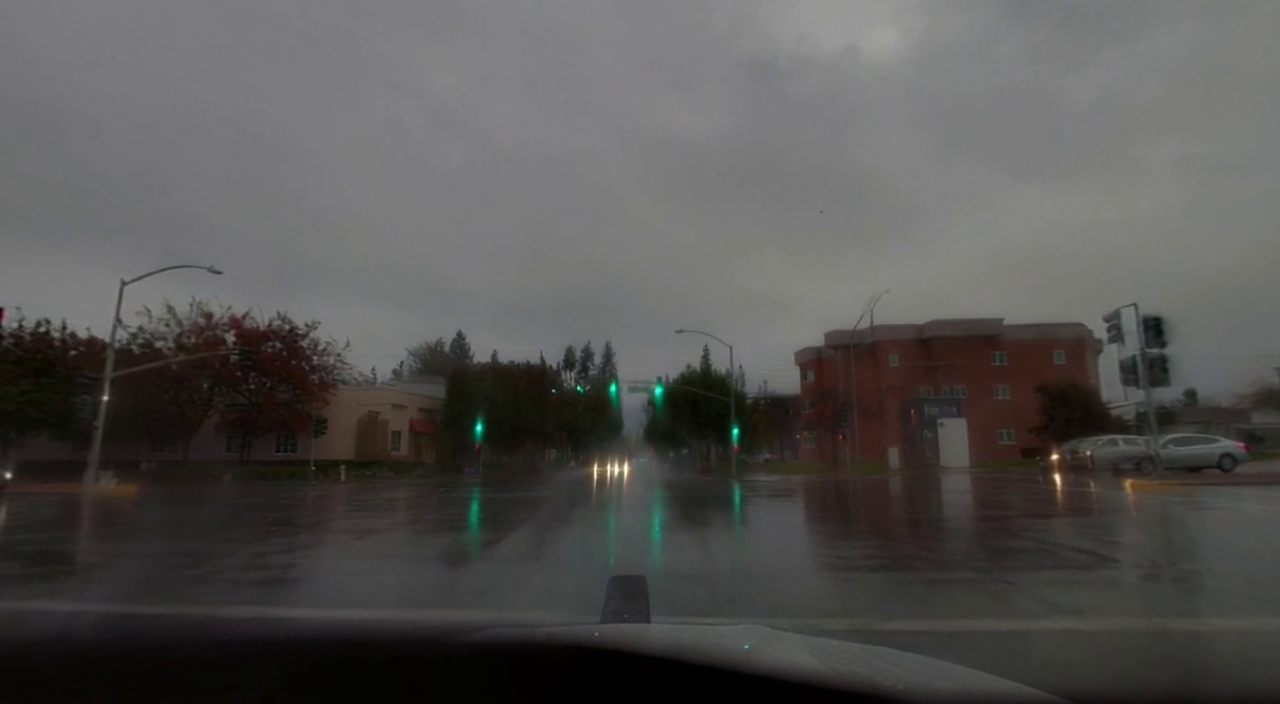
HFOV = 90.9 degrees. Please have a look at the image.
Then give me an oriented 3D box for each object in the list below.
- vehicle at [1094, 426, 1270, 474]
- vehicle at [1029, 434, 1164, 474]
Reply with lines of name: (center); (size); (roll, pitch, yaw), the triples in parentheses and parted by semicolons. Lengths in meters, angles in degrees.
vehicle: (18.762, 3.408, 21.988); (4.288, 1.600, 1.927); (0, -8, 1)
vehicle: (20.397, 4.559, 28.335); (4.483, 1.691, 1.949); (0, -8, 0)
